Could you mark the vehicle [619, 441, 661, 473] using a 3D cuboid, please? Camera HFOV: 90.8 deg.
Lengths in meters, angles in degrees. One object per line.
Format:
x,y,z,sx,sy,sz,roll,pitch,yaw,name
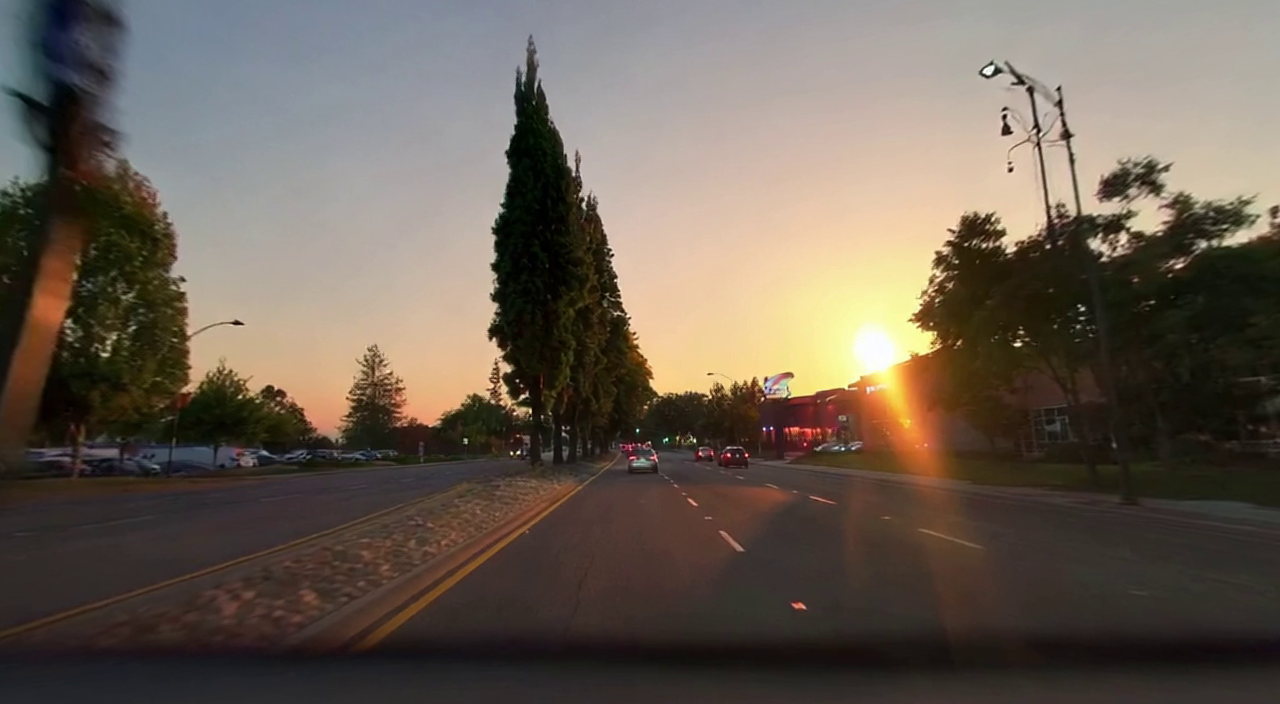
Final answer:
-0.030,5.589,33.893,2.072,1.545,4.578,0,-8,0,vehicle
